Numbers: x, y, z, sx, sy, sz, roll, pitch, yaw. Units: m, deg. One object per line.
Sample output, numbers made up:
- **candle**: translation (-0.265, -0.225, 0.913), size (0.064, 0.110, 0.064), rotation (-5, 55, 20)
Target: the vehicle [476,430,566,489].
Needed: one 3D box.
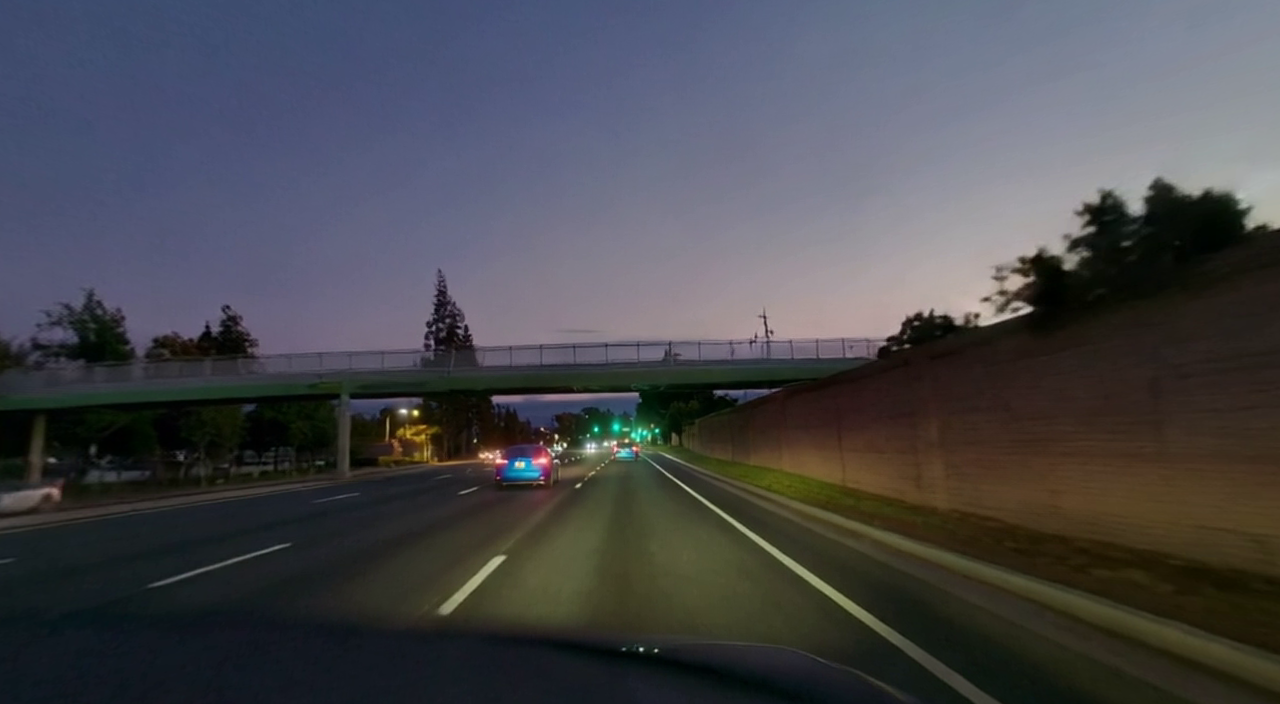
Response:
- **vehicle**: translation (-3.869, 3.580, 21.391), size (2.223, 1.771, 4.581), rotation (0, -8, -1)

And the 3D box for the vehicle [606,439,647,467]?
- **vehicle**: translation (-0.818, 5.708, 35.860), size (2.205, 1.509, 4.272), rotation (0, -8, -3)
